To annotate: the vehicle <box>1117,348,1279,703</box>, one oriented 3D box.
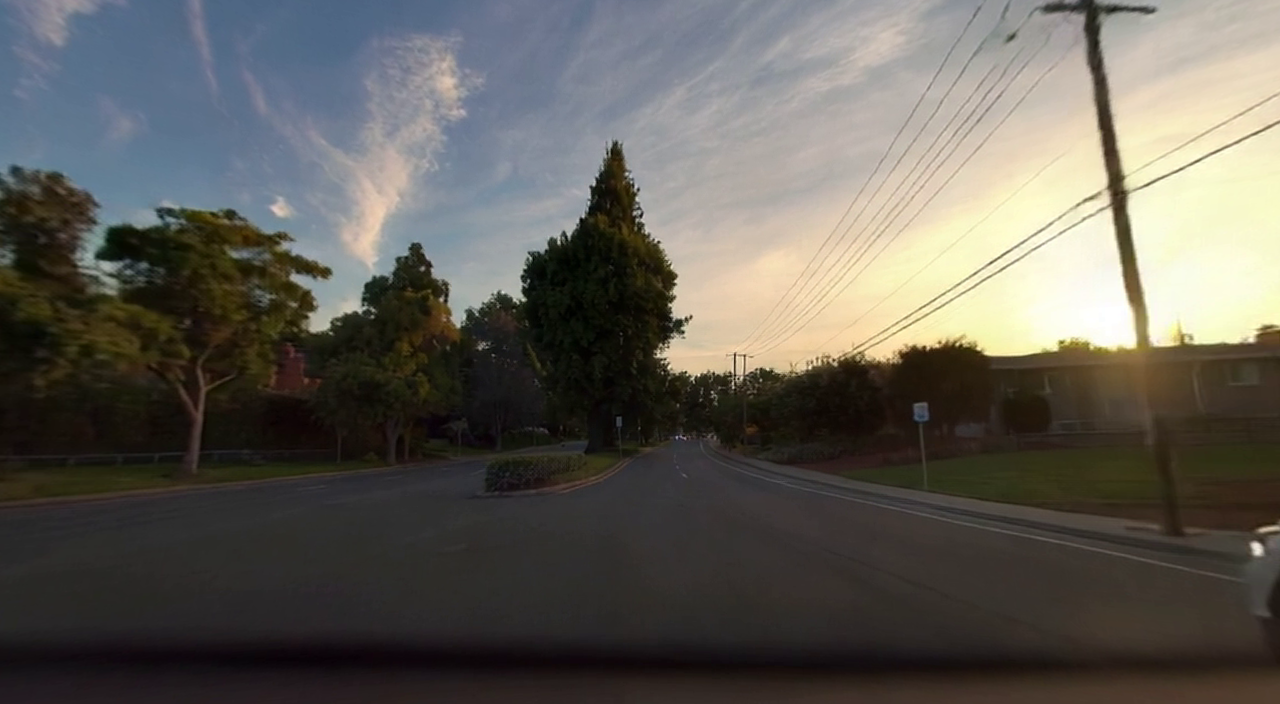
[{"bbox_3d":[4.052,0.644,1.411,2.193,1.777,4.772,0,-9,0],"label":"vehicle"}]
